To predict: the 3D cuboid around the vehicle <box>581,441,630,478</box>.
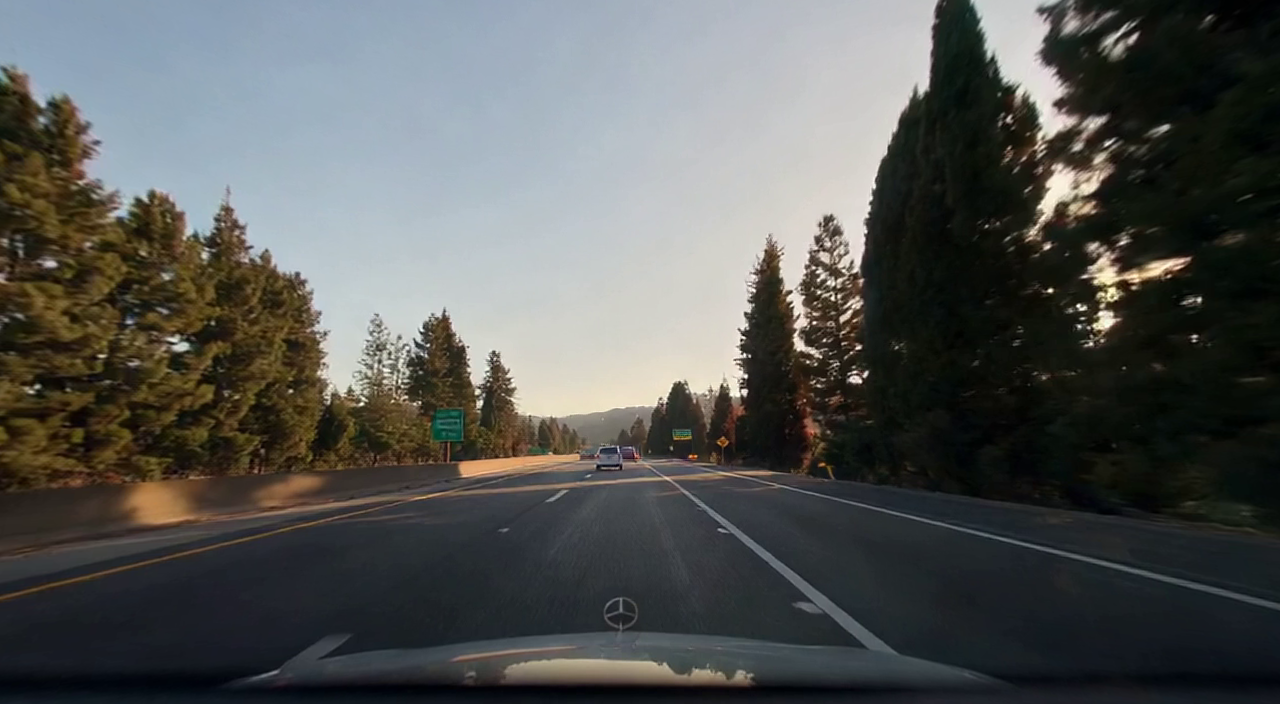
[{"bbox_3d":[-1.665,5.431,31.869,2.120,1.715,4.153,0,-9,1],"label":"vehicle"}]
